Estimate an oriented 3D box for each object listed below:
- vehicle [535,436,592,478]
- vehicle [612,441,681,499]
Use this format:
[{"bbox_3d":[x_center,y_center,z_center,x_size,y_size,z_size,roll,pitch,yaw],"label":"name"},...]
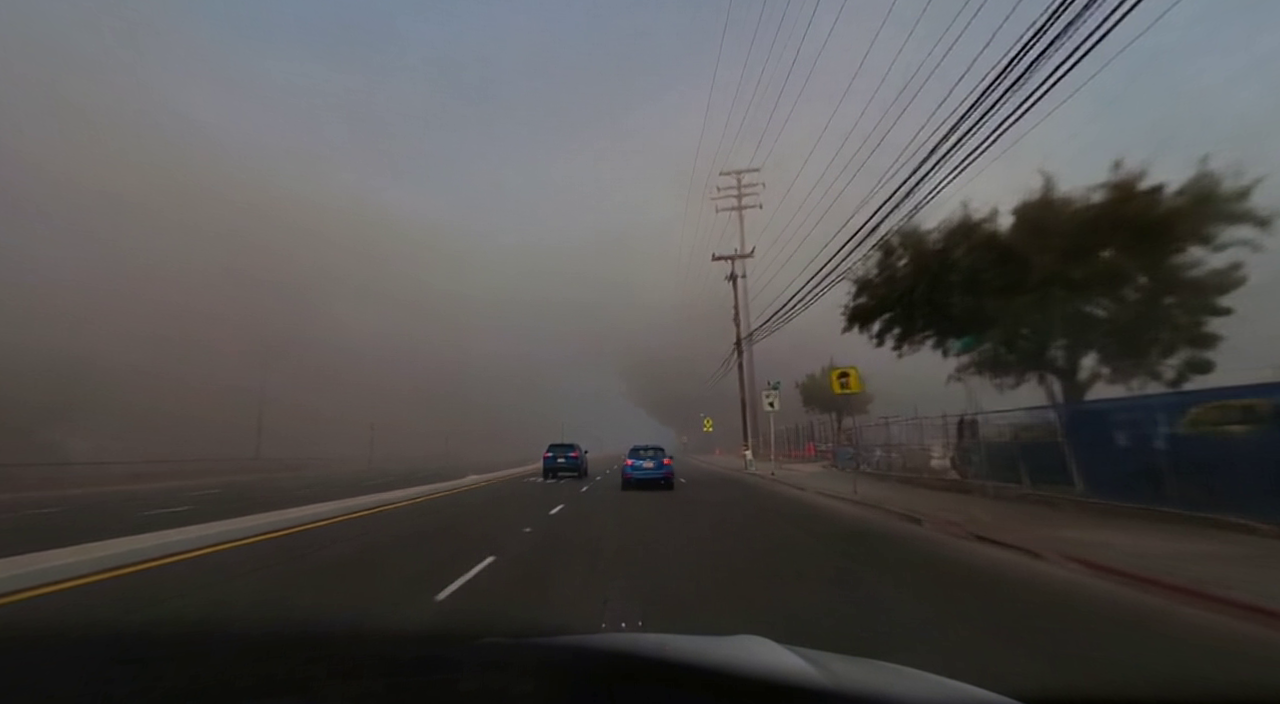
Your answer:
[{"bbox_3d":[-3.525,4.920,29.751,2.078,1.804,4.387,0,-8,1],"label":"vehicle"},{"bbox_3d":[0.185,3.771,20.575,2.059,1.691,3.980,0,-8,0],"label":"vehicle"}]
